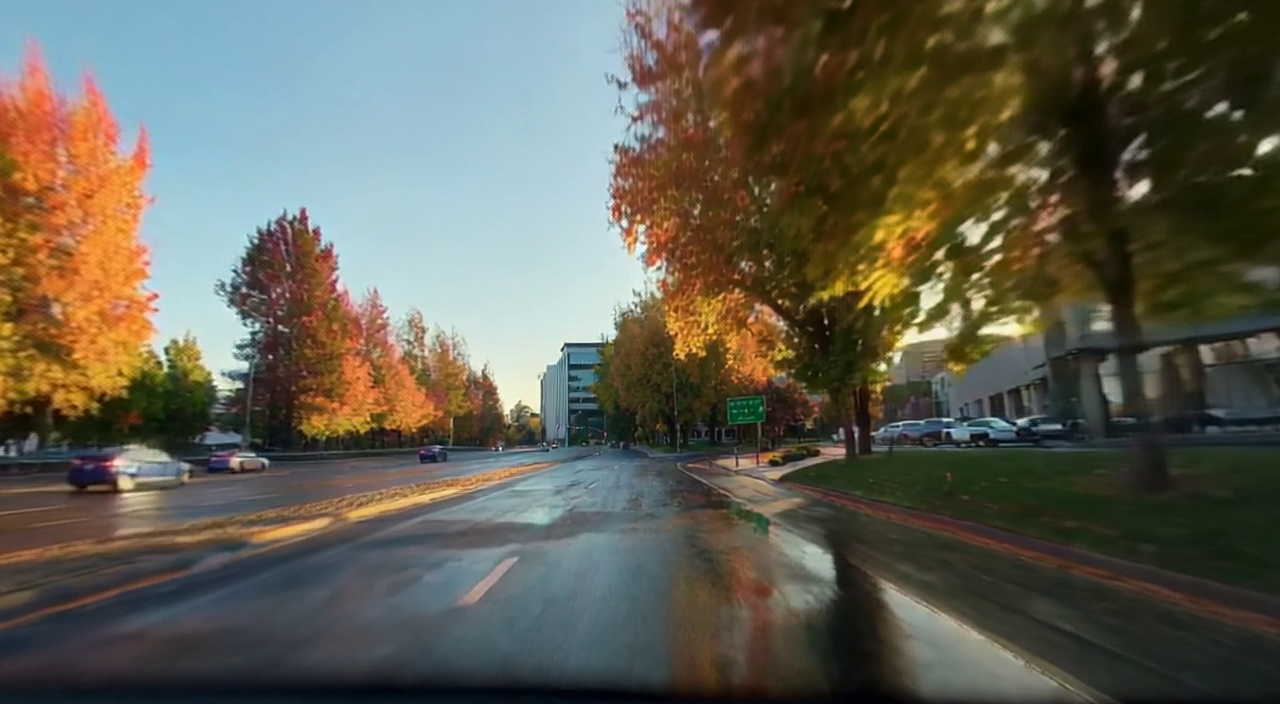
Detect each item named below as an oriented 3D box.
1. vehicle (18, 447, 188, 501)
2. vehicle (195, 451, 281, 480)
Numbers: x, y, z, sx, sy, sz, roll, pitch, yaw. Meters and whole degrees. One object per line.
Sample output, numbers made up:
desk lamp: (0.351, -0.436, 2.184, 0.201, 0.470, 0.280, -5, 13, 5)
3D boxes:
vehicle: (-18.817, 4.238, 22.426, 2.086, 1.706, 4.412, 0, -9, 1)
vehicle: (-22.891, 6.478, 36.098, 1.903, 1.510, 4.569, 0, -9, 0)
